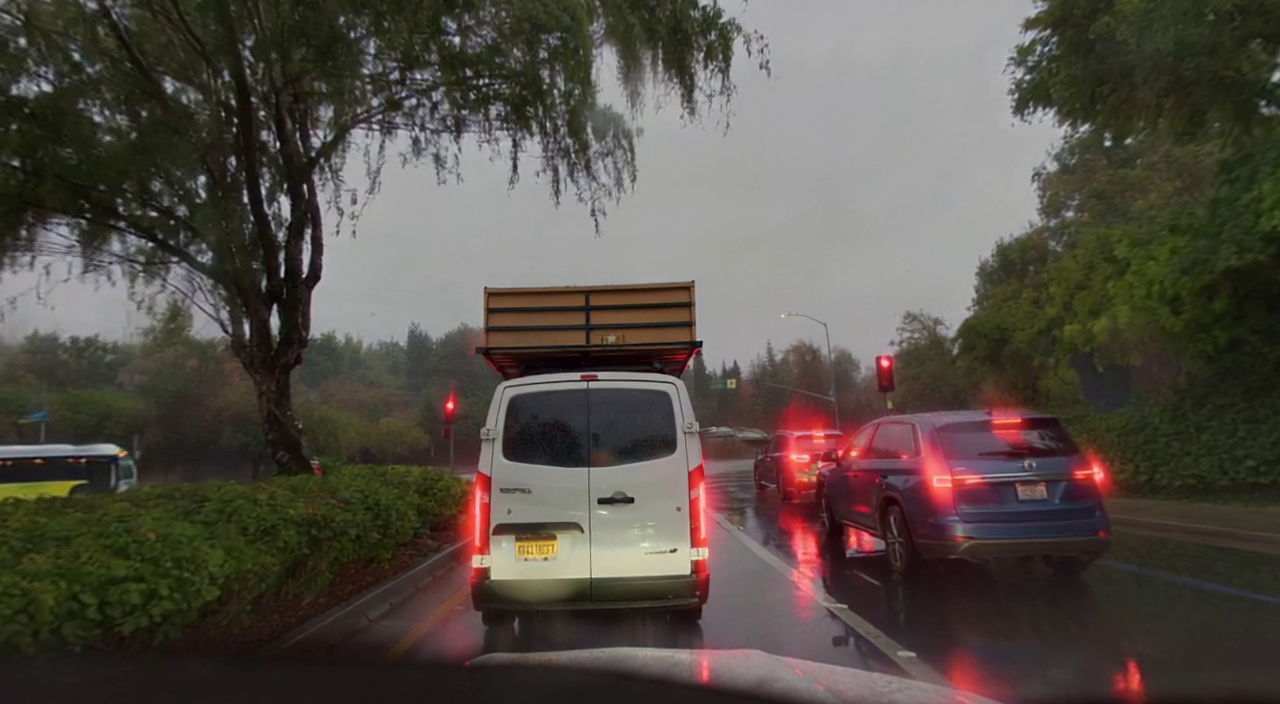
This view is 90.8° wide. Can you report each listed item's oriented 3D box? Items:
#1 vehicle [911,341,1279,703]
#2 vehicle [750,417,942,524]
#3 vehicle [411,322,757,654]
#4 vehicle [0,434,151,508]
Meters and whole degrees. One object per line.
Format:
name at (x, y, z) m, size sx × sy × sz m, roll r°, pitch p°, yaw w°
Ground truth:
vehicle at (3.451, 0.938, 3.397) m, size 1.965 × 1.671 × 4.146 m, roll 0°, pitch -9°, yaw -3°
vehicle at (3.677, 2.212, 12.266) m, size 2.024 × 1.692 × 4.252 m, roll 1°, pitch -9°, yaw -4°
vehicle at (-0.358, 1.154, 6.194) m, size 2.145 × 2.089 × 4.309 m, roll 0°, pitch -9°, yaw 0°
vehicle at (-29.212, 5.346, 28.161) m, size 11.969 × 3.012 × 2.786 m, roll -1°, pitch -8°, yaw -4°
